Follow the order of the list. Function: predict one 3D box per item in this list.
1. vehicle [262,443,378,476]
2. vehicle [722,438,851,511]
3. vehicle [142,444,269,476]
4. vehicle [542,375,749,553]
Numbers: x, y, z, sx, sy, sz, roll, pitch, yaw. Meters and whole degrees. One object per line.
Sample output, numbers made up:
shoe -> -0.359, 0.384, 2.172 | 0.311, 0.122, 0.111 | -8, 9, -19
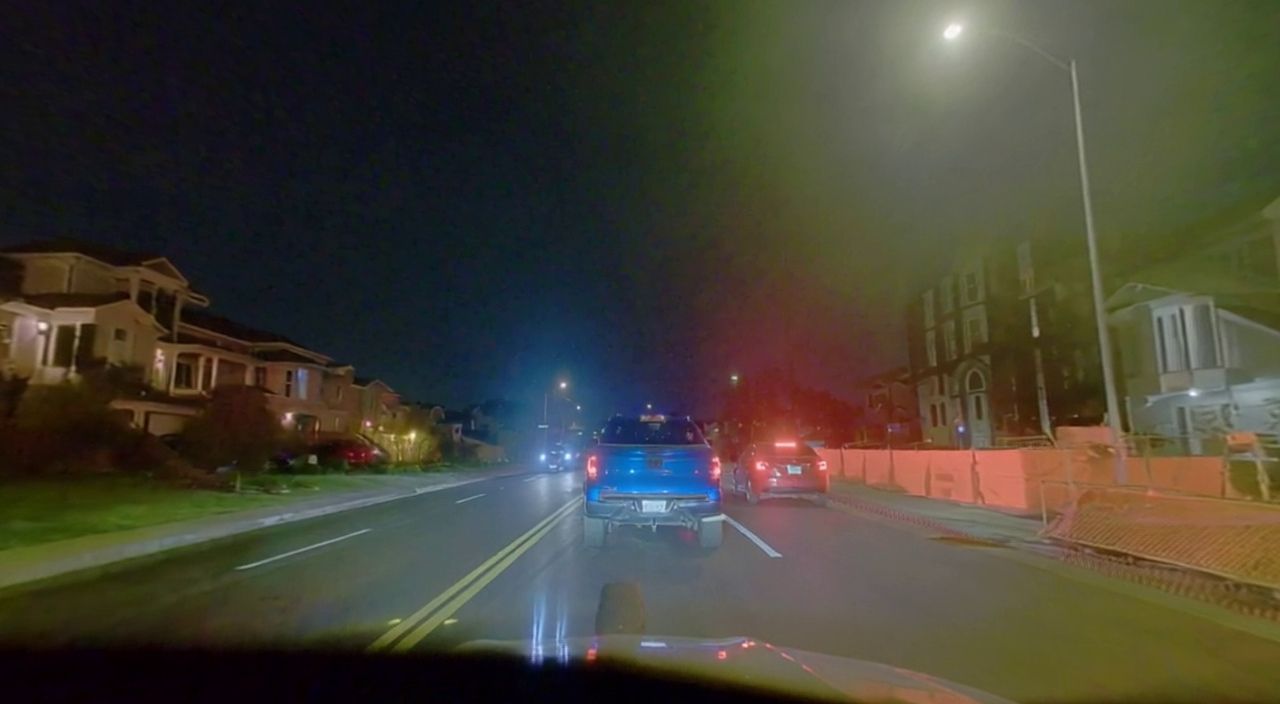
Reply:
vehicle -> -15.157, 5.095, 29.912 | 4.490, 1.500, 1.875 | 0, -8, -2
vehicle -> 3.325, 2.881, 15.295 | 2.010, 1.499, 4.481 | 0, -8, -1
vehicle -> -20.407, 5.066, 29.587 | 4.706, 1.468, 1.817 | 0, -8, 3
vehicle -> 0.074, 1.959, 11.639 | 2.751, 2.361, 6.347 | 0, -8, 0
